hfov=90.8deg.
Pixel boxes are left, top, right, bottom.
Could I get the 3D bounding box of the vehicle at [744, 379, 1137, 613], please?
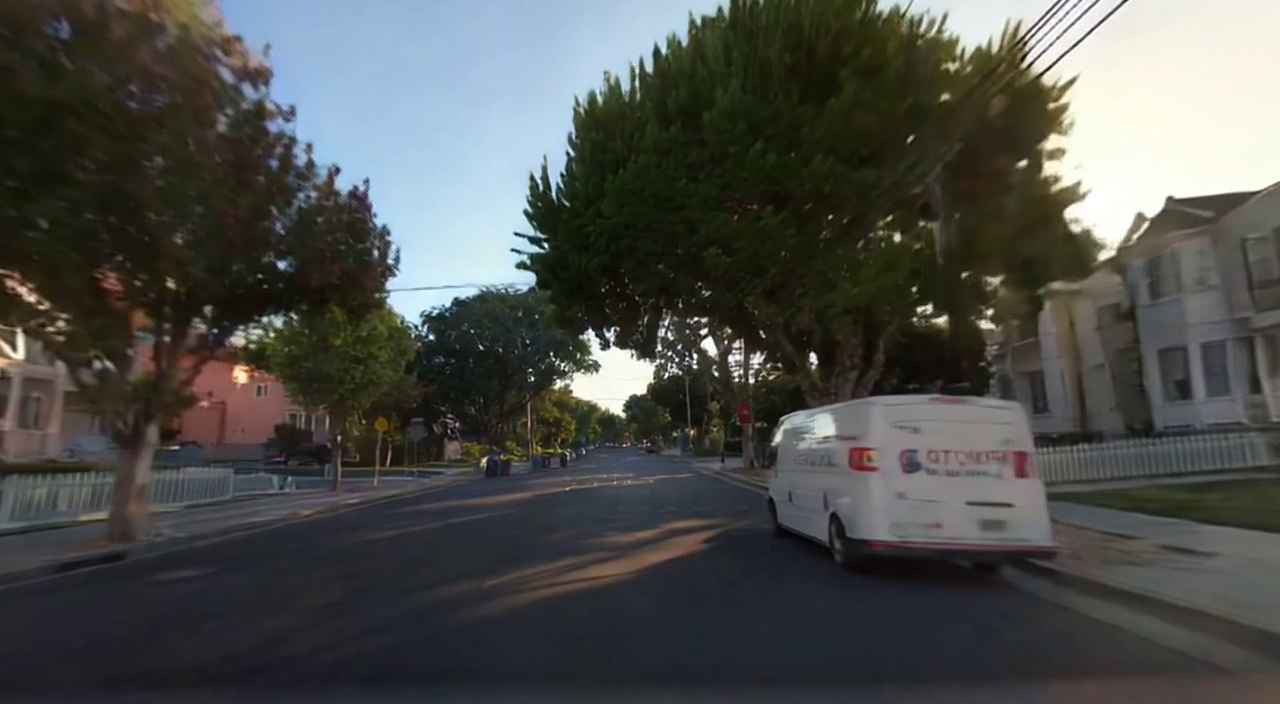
[{"bbox_3d":[2.716,1.460,7.315,2.126,1.795,4.751,0,-9,-1],"label":"vehicle"}]
